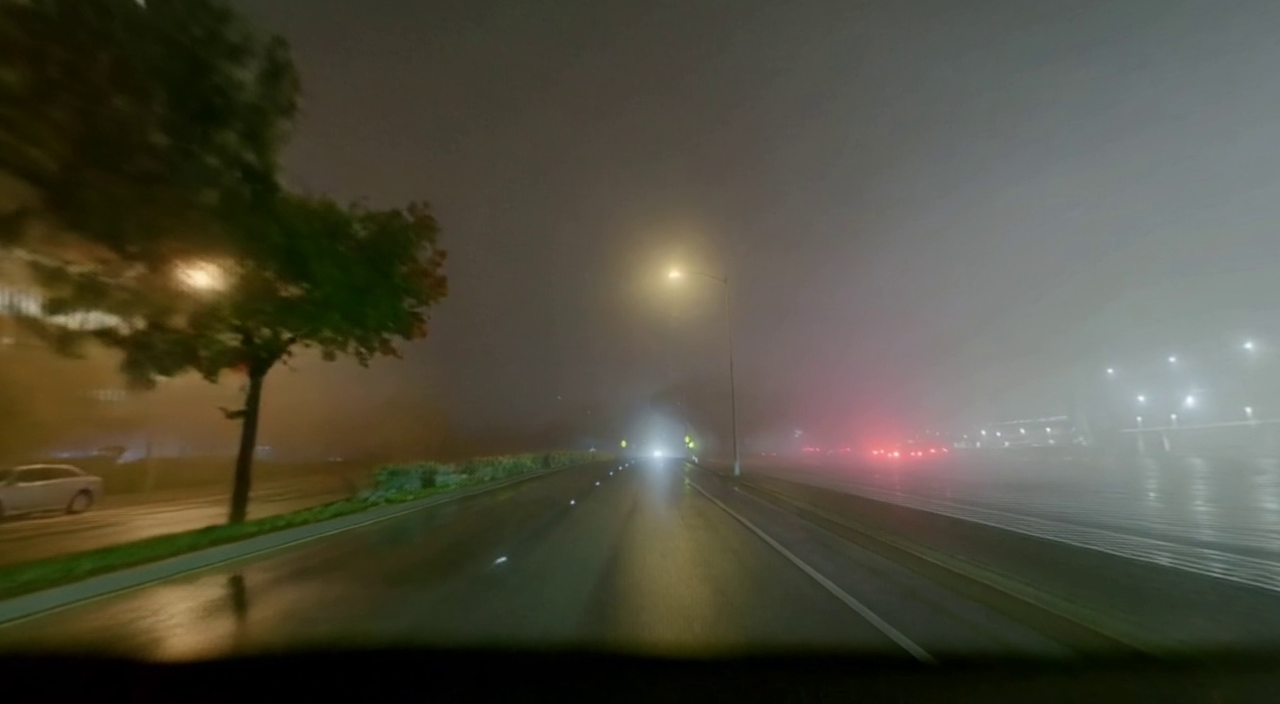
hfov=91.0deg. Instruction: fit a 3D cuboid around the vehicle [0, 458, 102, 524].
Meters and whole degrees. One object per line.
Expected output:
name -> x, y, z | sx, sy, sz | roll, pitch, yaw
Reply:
vehicle -> -16.838, 3.647, 16.335 | 1.807, 1.570, 4.557 | -3, -9, -1
